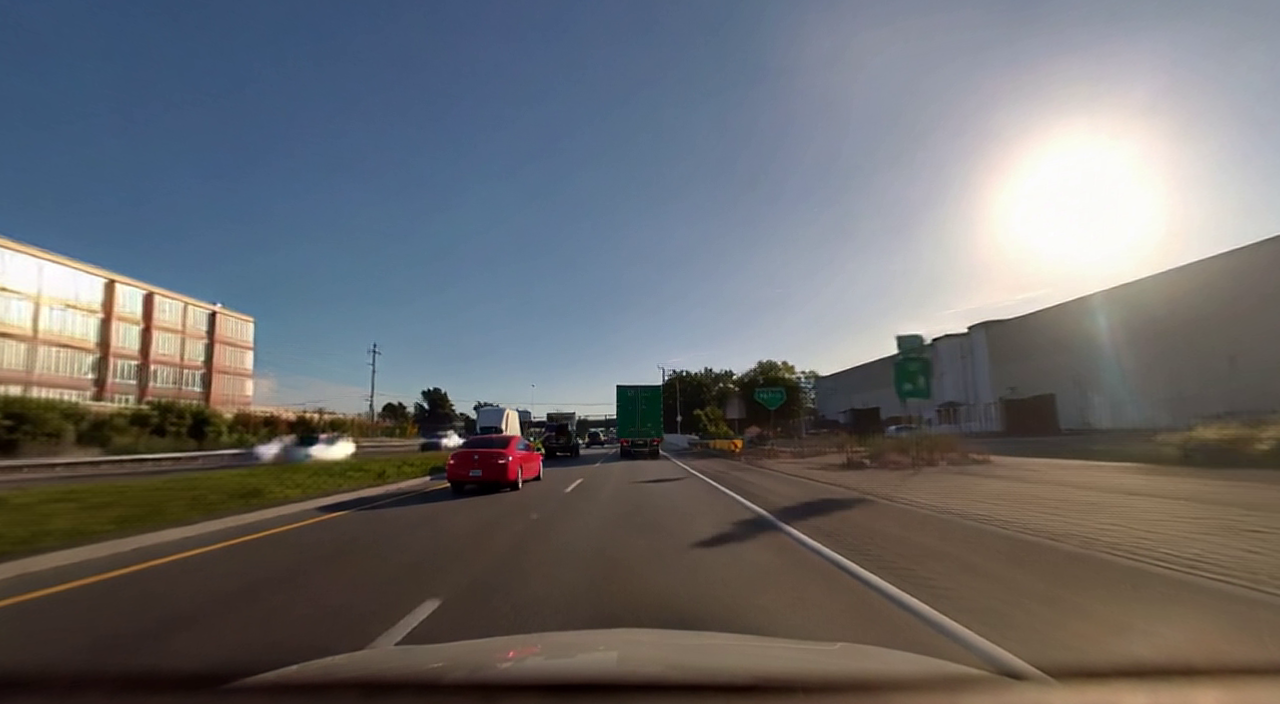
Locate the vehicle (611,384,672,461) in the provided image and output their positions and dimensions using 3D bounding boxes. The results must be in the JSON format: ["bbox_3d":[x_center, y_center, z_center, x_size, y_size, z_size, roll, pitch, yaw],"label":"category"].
[{"bbox_3d":[-0.021,4.438,38.773,3.259,4.066,9.891,0,-8,-1],"label":"vehicle"}]

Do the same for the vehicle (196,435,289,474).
[{"bbox_3d":[-17.185,4.411,27.448,1.658,1.533,3.723,0,-8,-1],"label":"vehicle"}]

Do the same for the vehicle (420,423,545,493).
[{"bbox_3d":[-4.022,2.797,17.157,2.005,1.602,5.131,0,-8,1],"label":"vehicle"}]

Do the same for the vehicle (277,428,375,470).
[{"bbox_3d":[-12.465,3.860,25.342,1.908,1.518,4.041,0,-8,-1],"label":"vehicle"}]

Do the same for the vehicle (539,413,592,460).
[{"bbox_3d":[-4.599,5.397,40.323,2.717,2.714,6.997,0,-8,-2],"label":"vehicle"}]
